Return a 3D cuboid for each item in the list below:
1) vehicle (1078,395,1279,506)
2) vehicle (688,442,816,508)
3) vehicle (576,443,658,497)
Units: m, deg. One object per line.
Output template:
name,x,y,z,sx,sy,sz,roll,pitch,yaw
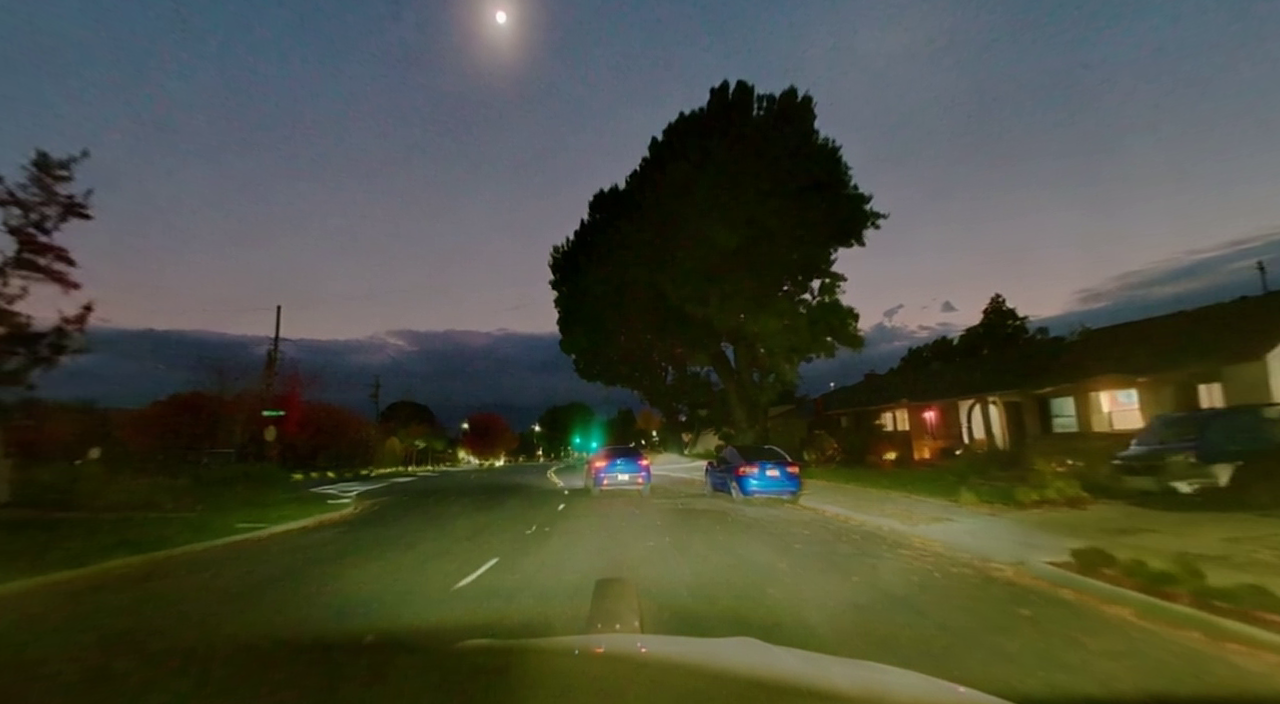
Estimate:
vehicle,10.205,1.633,10.566,4.599,1.599,1.926,1,-10,-11
vehicle,2.734,3.131,16.634,2.089,1.462,4.529,1,-9,-6
vehicle,-0.839,3.566,19.502,2.192,1.474,4.192,1,-9,-7
